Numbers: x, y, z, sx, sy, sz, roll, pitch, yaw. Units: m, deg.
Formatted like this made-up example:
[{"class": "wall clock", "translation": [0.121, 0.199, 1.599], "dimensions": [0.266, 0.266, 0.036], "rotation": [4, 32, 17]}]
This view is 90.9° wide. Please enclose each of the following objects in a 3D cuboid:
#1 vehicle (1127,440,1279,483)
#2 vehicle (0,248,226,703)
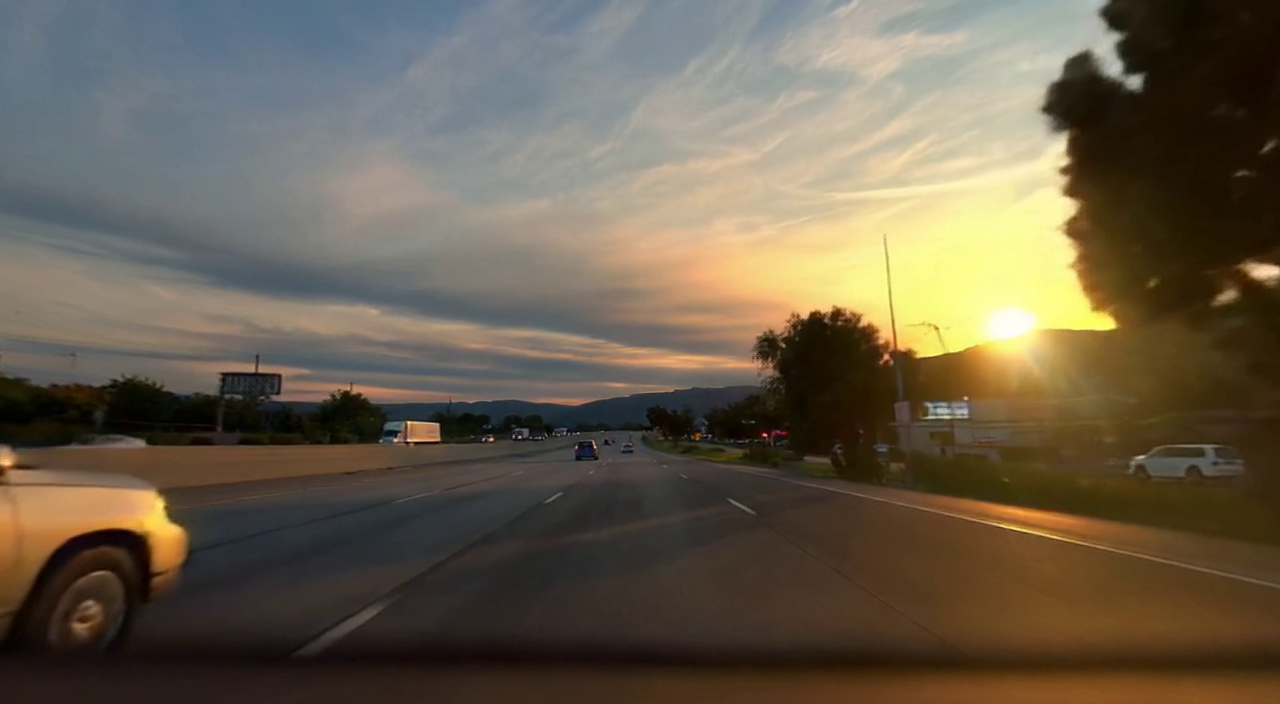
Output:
[{"class": "vehicle", "translation": [25.724, 4.963, 29.035], "dimensions": [1.972, 1.749, 5.464], "rotation": [1, -8, -4]}, {"class": "vehicle", "translation": [-4.100, 0.429, 1.384], "dimensions": [2.352, 2.209, 5.802], "rotation": [0, -8, 1]}]
